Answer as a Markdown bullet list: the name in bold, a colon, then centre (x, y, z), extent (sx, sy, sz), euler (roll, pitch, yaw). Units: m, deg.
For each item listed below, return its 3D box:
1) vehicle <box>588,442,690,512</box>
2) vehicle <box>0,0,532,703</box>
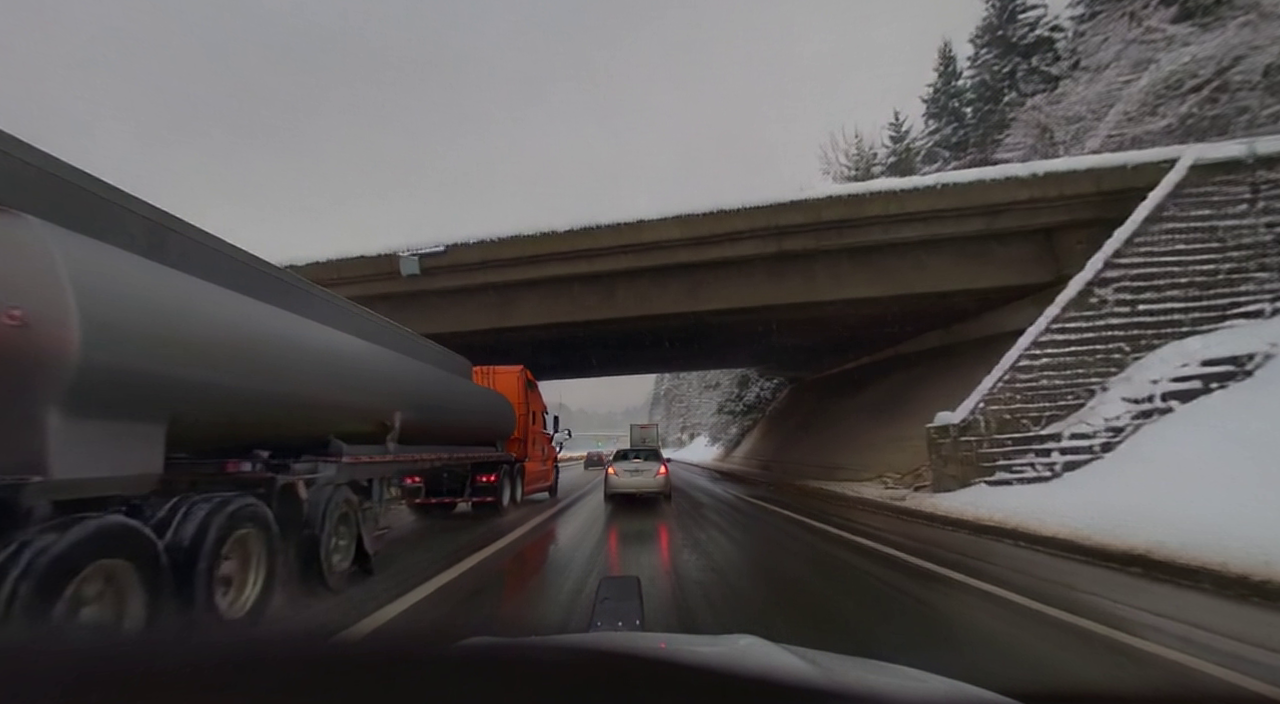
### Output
- **vehicle**: centre (-0.009, 3.040, 15.879), extent (2.215, 1.481, 4.246), euler (0, -9, 0)
- **vehicle**: centre (-4.159, 0.874, 8.226), extent (2.896, 3.563, 14.643), euler (0, -9, 0)
